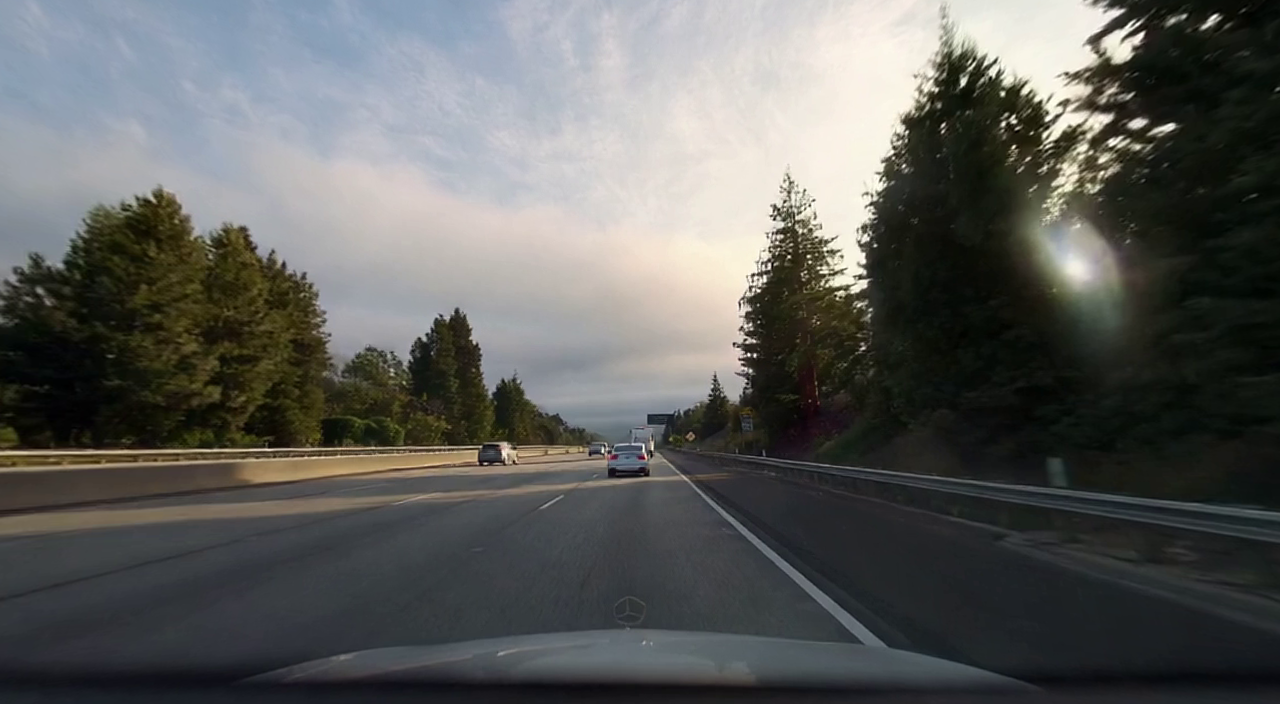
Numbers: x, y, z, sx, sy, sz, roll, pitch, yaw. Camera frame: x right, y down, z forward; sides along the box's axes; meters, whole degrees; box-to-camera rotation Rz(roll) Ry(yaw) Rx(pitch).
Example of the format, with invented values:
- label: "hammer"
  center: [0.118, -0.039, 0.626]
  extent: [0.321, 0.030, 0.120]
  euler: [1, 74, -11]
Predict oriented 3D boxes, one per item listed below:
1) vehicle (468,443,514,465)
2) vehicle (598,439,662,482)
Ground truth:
- label: "vehicle"
  center: [-10.864, 7.466, 46.337]
  extent: [2.152, 1.496, 4.523]
  euler: [0, -9, 1]
- label: "vehicle"
  center: [-0.332, 4.082, 23.952]
  extent: [2.238, 1.479, 3.672]
  euler: [0, -9, 0]
